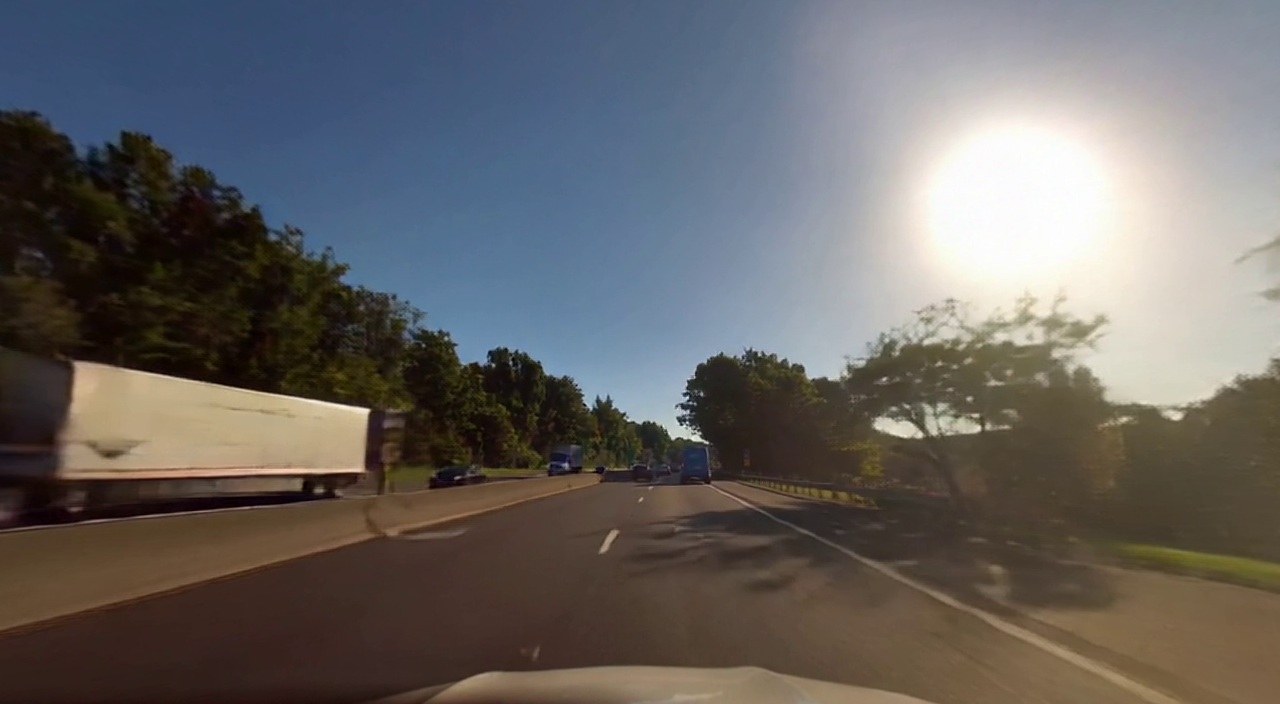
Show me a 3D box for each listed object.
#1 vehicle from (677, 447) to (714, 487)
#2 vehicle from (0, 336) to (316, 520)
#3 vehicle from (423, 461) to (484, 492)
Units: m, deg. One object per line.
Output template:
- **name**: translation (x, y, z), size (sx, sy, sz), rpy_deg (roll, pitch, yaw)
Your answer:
- **vehicle**: translation (3.829, 8.128, 44.562), size (2.366, 2.595, 5.793), rpy_deg (0, -11, 3)
- **vehicle**: translation (-14.922, 2.634, 19.348), size (2.961, 3.965, 11.561), rpy_deg (1, -10, 4)
- **vehicle**: translation (-10.172, 6.826, 34.632), size (1.907, 1.528, 4.108), rpy_deg (0, -11, 2)
